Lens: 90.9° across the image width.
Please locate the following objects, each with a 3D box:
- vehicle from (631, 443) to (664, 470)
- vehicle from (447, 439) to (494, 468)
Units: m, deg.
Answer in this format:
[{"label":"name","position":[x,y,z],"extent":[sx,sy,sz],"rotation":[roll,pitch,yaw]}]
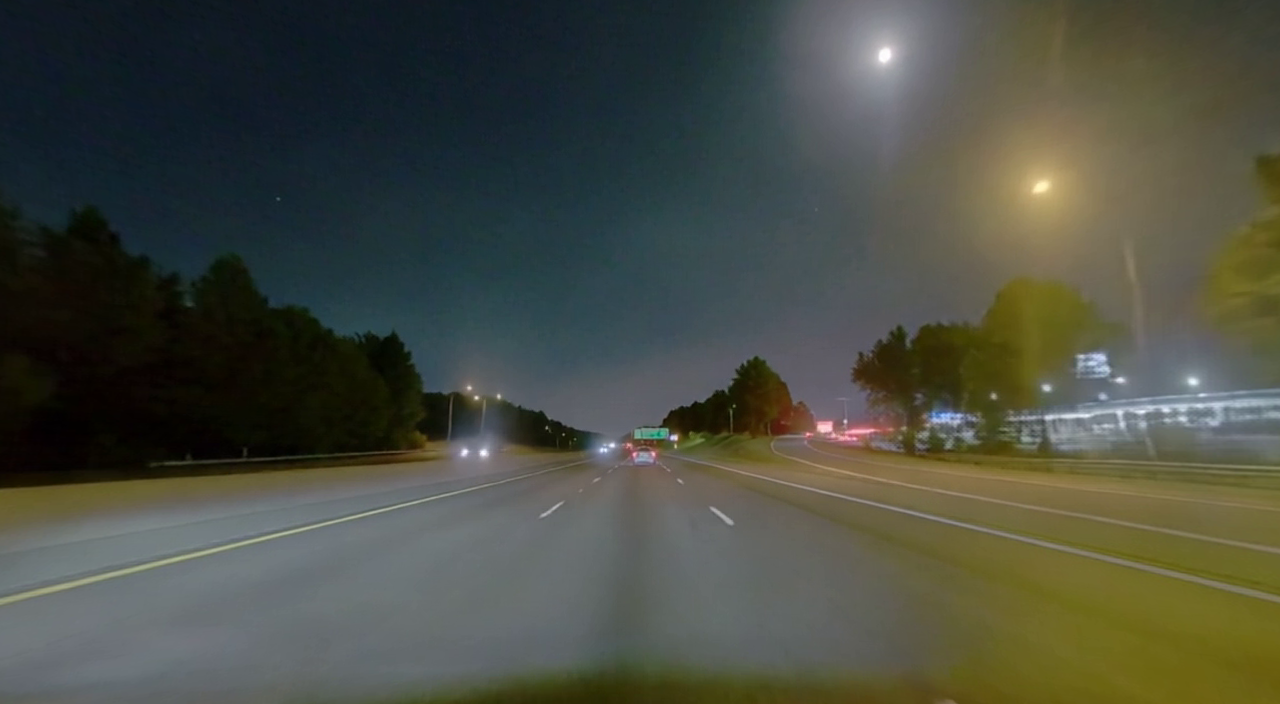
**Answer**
[{"label":"vehicle","position":[0.483,6.983,42.066],"extent":[2.087,1.682,4.388],"rotation":[0,-9,1]},{"label":"vehicle","position":[-12.282,7.405,45.892],"extent":[2.102,1.955,4.656],"rotation":[0,-9,0]}]
